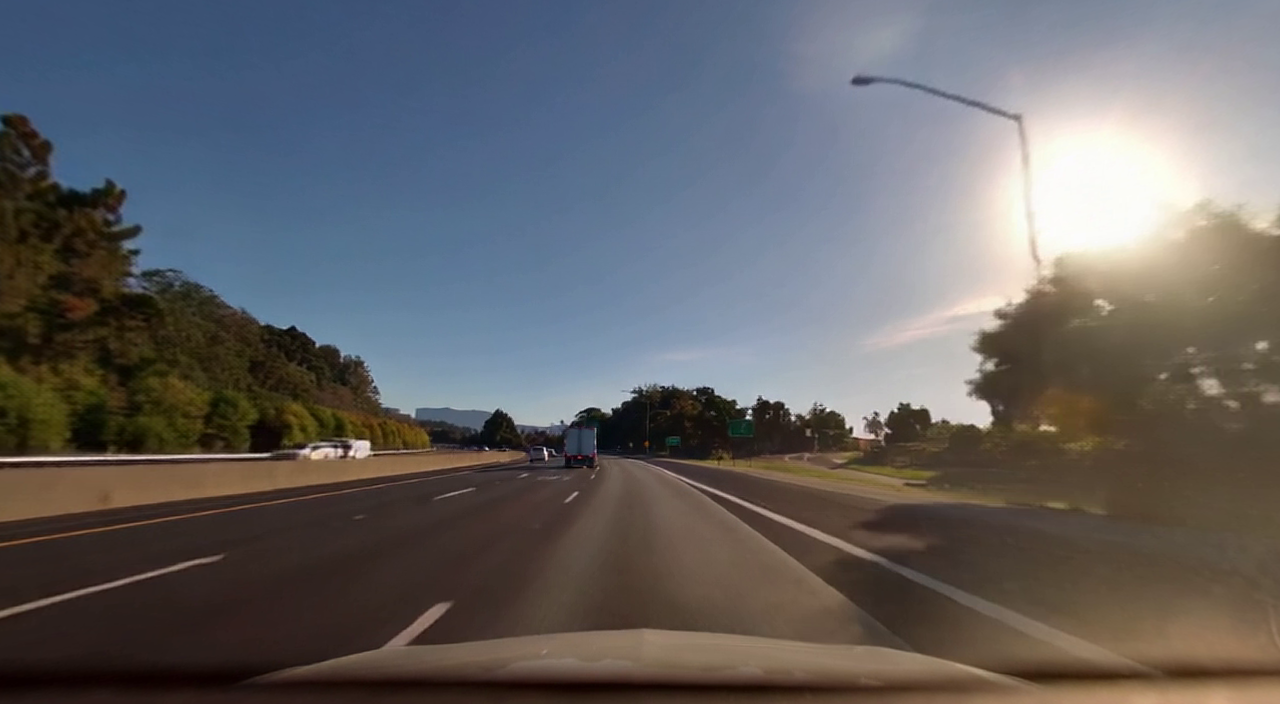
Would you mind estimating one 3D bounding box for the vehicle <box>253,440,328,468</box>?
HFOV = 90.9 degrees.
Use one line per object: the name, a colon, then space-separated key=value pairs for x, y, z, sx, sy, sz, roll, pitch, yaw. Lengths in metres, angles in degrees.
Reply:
vehicle: x=-22.677 y=6.619 z=41.177 sx=2.172 sy=1.699 sz=5.047 roll=0 pitch=-8 yaw=-3
